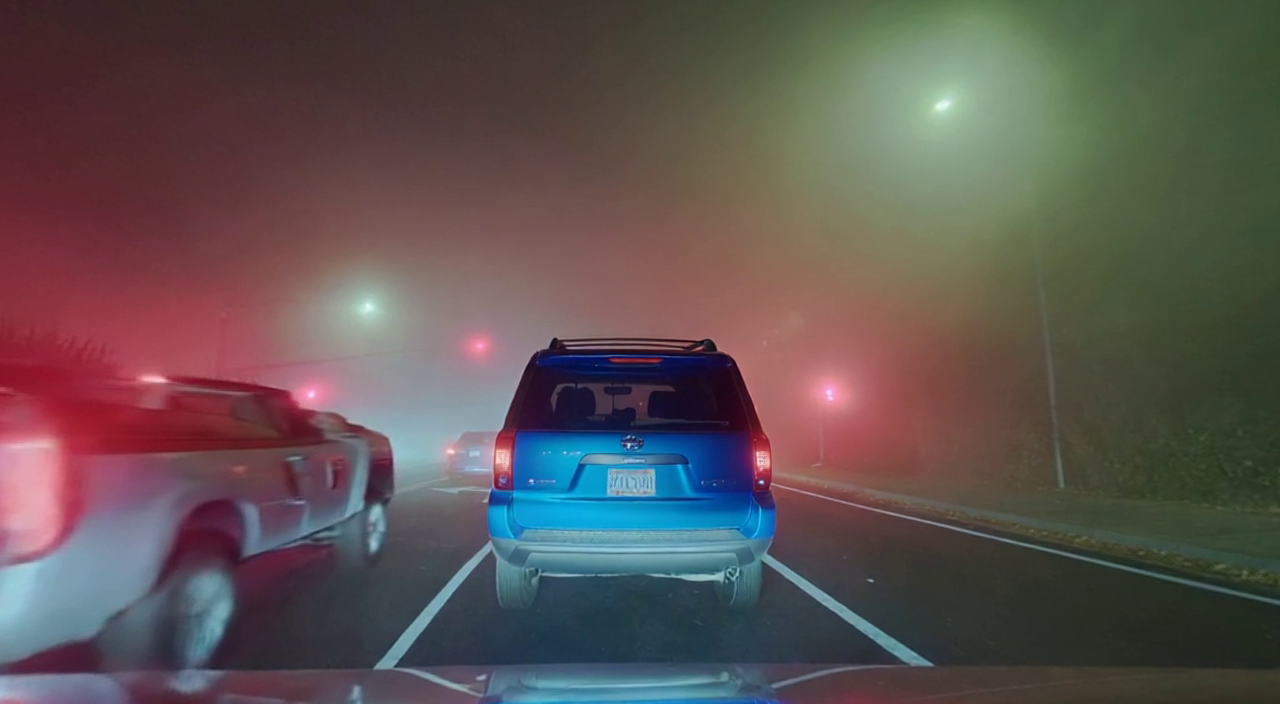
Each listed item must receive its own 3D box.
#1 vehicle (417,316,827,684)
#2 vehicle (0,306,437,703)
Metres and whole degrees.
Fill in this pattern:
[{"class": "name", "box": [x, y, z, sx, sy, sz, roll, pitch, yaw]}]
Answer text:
[{"class": "vehicle", "box": [-0.235, 1.159, 6.005, 2.333, 2.087, 4.586, 0, -8, -4]}, {"class": "vehicle", "box": [-3.570, 1.128, 4.997, 2.337, 1.858, 5.409, 0, -8, -3]}]
